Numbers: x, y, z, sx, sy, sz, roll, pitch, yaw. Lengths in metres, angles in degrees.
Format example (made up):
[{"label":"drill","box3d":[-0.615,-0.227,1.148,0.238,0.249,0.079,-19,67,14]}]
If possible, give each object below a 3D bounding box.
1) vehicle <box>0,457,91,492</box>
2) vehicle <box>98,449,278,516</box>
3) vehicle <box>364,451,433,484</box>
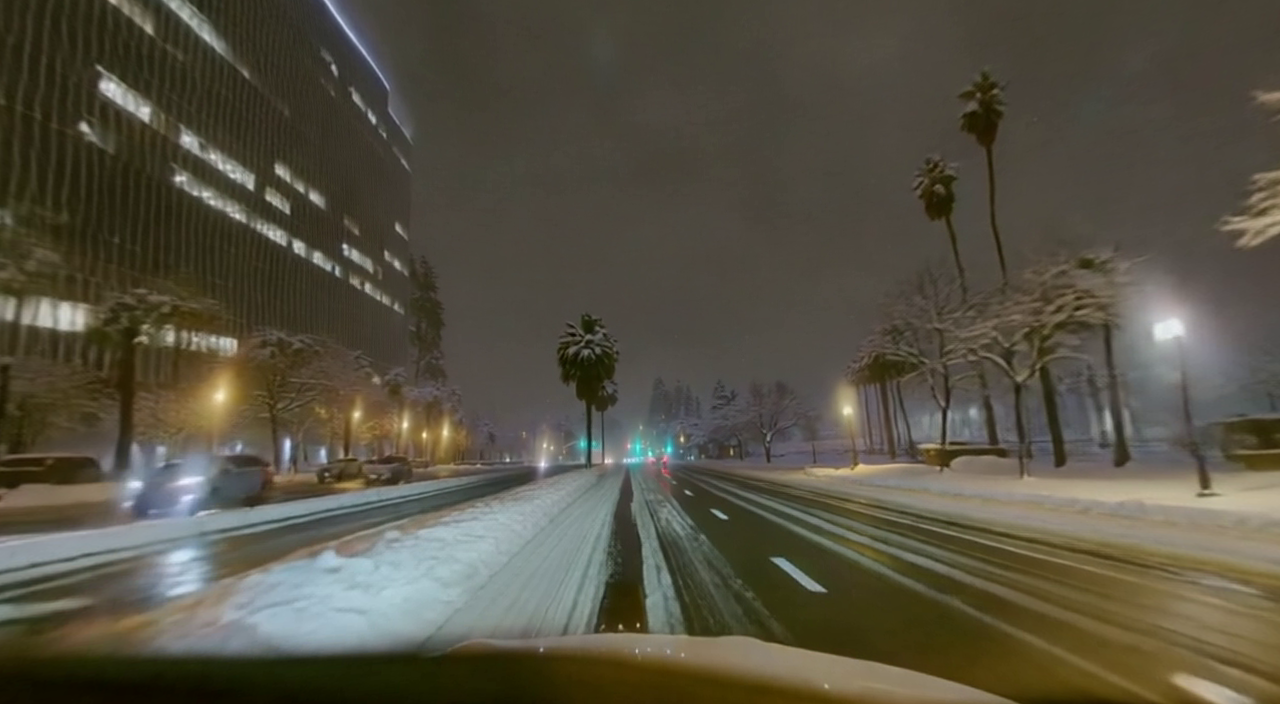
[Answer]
[{"label":"vehicle","box3d":[-32.200,6.498,33.458,4.245,1.642,2.013,-2,-9,-3]},{"label":"vehicle","box3d":[-12.843,3.678,18.432,1.923,1.641,4.551,0,-8,-1]},{"label":"vehicle","box3d":[-13.039,6.236,34.396,2.036,1.590,4.495,0,-8,-1]}]
